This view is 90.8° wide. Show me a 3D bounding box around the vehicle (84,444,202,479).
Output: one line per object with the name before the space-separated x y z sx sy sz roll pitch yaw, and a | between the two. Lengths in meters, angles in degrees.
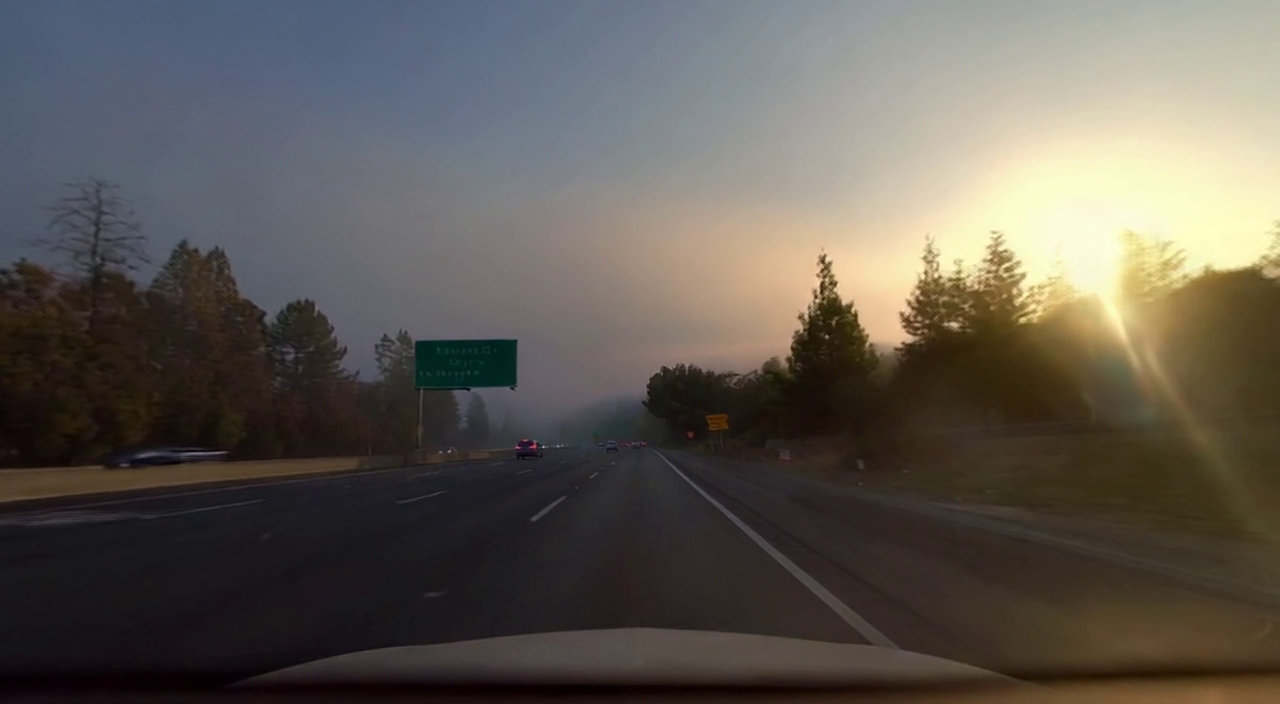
vehicle | -24.904 5.475 31.913 1.981 1.602 4.849 0 -8 0
